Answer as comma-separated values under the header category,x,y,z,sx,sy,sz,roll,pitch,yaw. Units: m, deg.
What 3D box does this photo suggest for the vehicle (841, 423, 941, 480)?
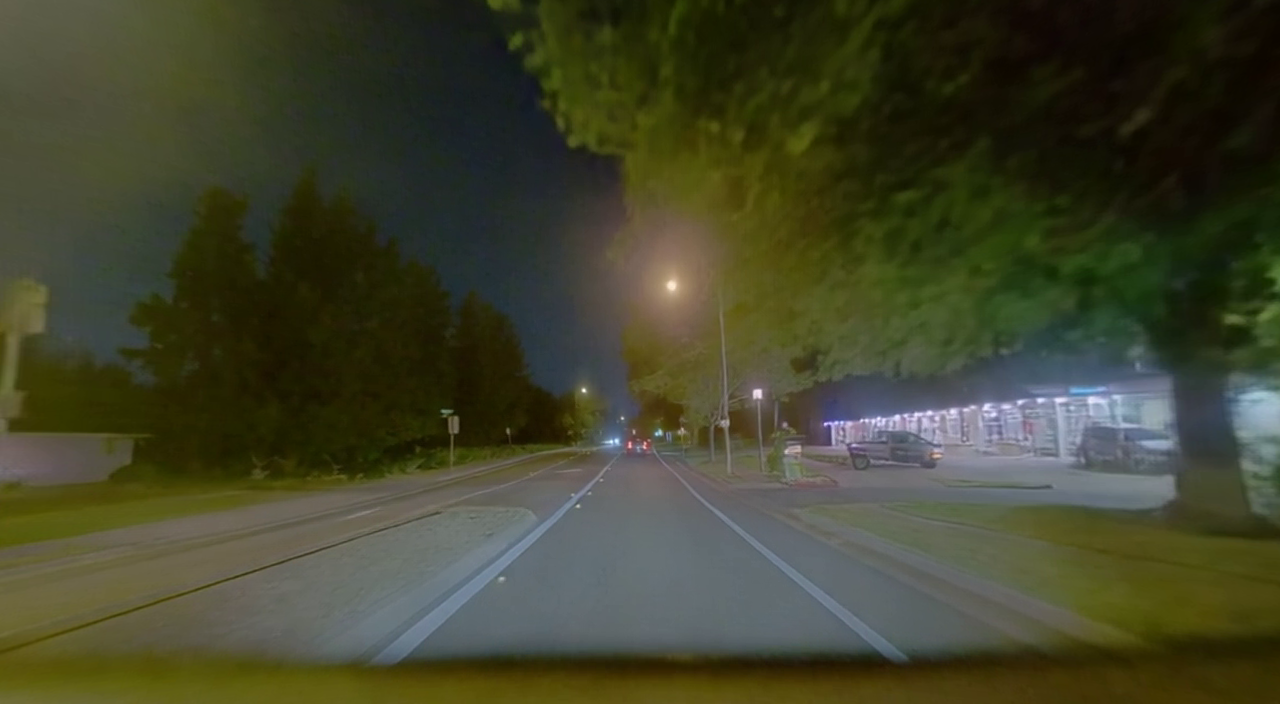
category,x,y,z,sx,sy,sz,roll,pitch,yaw
vehicle,11.084,4.541,28.338,2.001,1.744,4.449,-4,-16,-9
